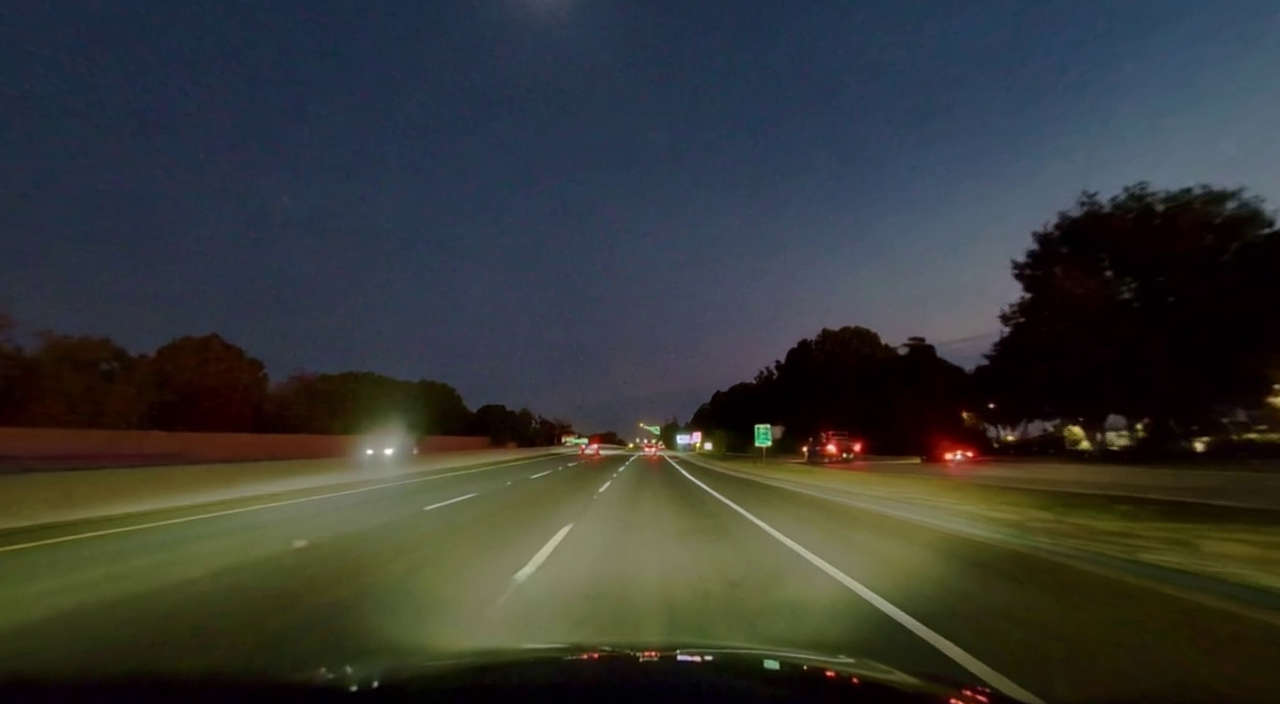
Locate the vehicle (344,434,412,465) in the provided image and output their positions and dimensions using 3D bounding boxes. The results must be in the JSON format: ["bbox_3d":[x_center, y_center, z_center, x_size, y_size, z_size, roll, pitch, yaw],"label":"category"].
[{"bbox_3d":[-17.218,6.448,41.684,2.259,1.904,4.708,0,-8,3],"label":"vehicle"}]
